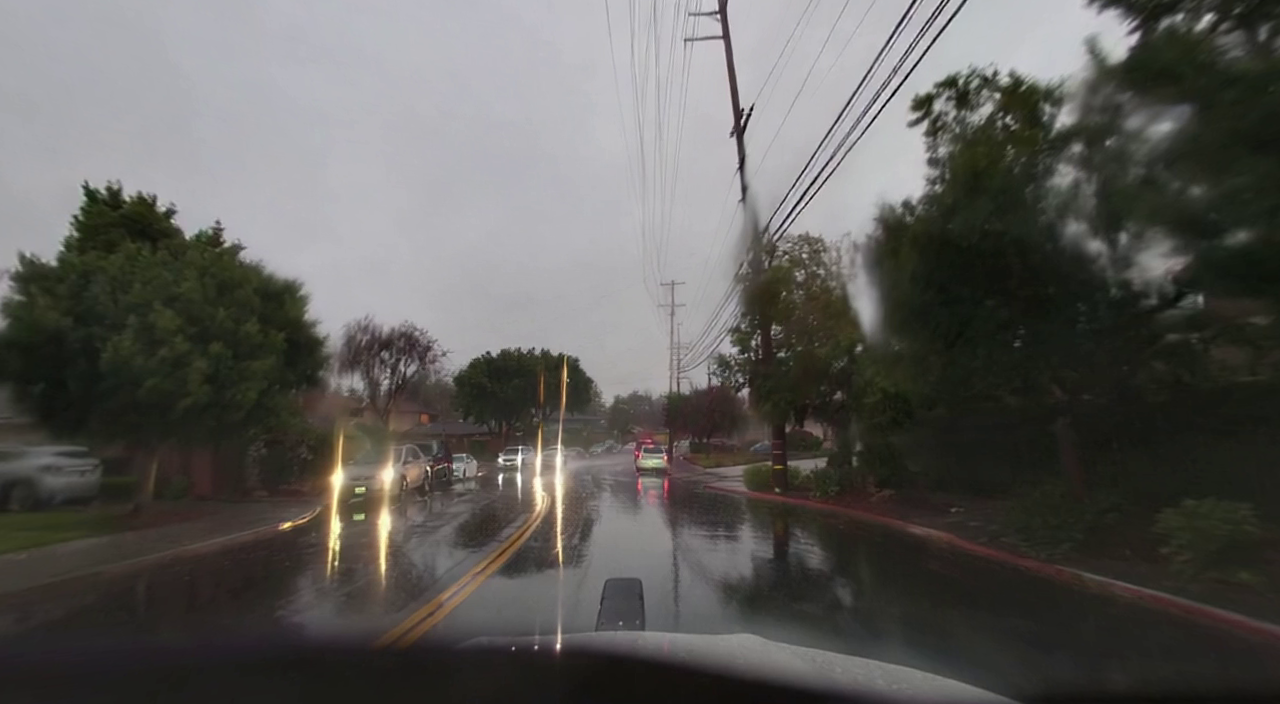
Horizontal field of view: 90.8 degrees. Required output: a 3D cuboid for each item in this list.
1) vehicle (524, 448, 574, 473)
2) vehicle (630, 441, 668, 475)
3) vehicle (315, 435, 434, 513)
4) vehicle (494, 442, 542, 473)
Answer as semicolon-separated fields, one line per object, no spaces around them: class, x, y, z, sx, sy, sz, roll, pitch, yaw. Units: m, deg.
vehicle;-5.649;6.798;39.929;2.448;1.475;4.568;0;-9;1
vehicle;0.507;6.081;36.460;2.032;1.810;5.047;0;-8;1
vehicle;-8.297;3.841;20.428;2.312;2.032;5.585;-1;-9;-10
vehicle;-9.029;7.874;47.071;2.353;2.037;5.358;-4;-10;1
